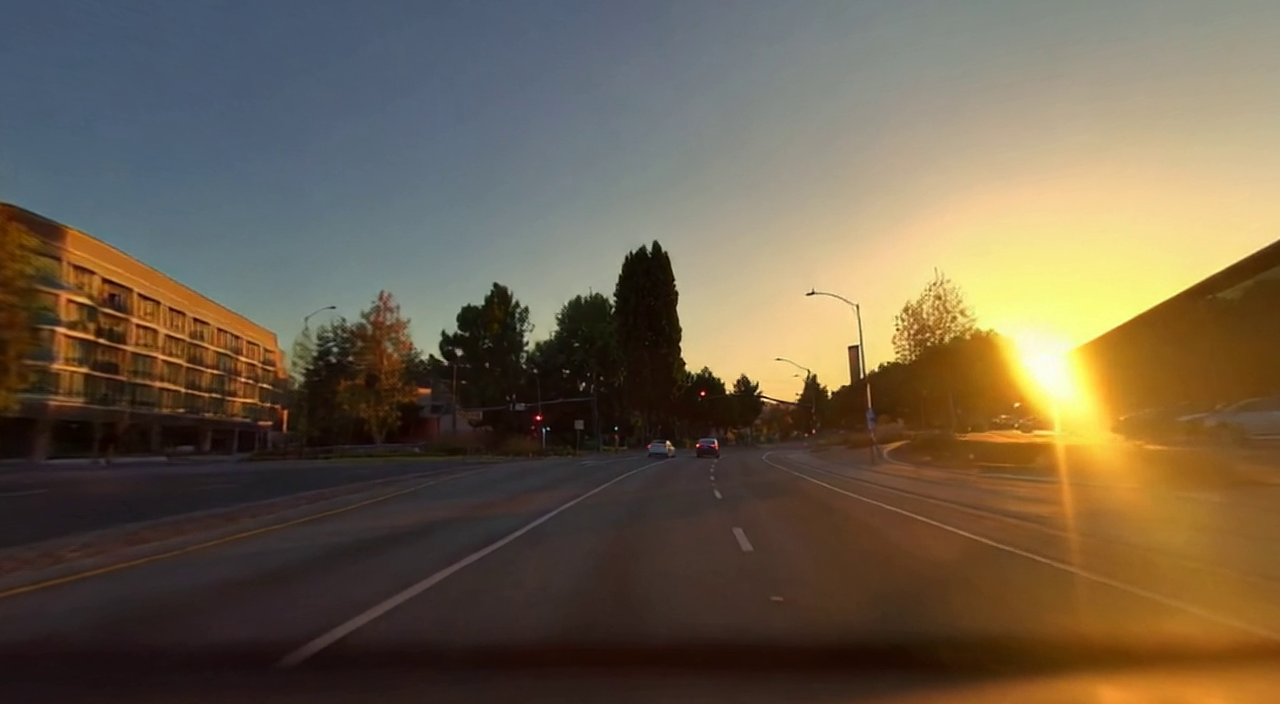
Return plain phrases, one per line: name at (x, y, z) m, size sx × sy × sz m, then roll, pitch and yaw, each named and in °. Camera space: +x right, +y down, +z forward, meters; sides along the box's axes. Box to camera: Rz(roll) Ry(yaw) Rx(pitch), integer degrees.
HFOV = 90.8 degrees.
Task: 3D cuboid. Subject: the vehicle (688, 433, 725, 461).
vehicle at (4.961, 6.949, 46.475) m, size 2.356 × 1.931 × 4.840 m, roll -2°, pitch -8°, yaw 10°
